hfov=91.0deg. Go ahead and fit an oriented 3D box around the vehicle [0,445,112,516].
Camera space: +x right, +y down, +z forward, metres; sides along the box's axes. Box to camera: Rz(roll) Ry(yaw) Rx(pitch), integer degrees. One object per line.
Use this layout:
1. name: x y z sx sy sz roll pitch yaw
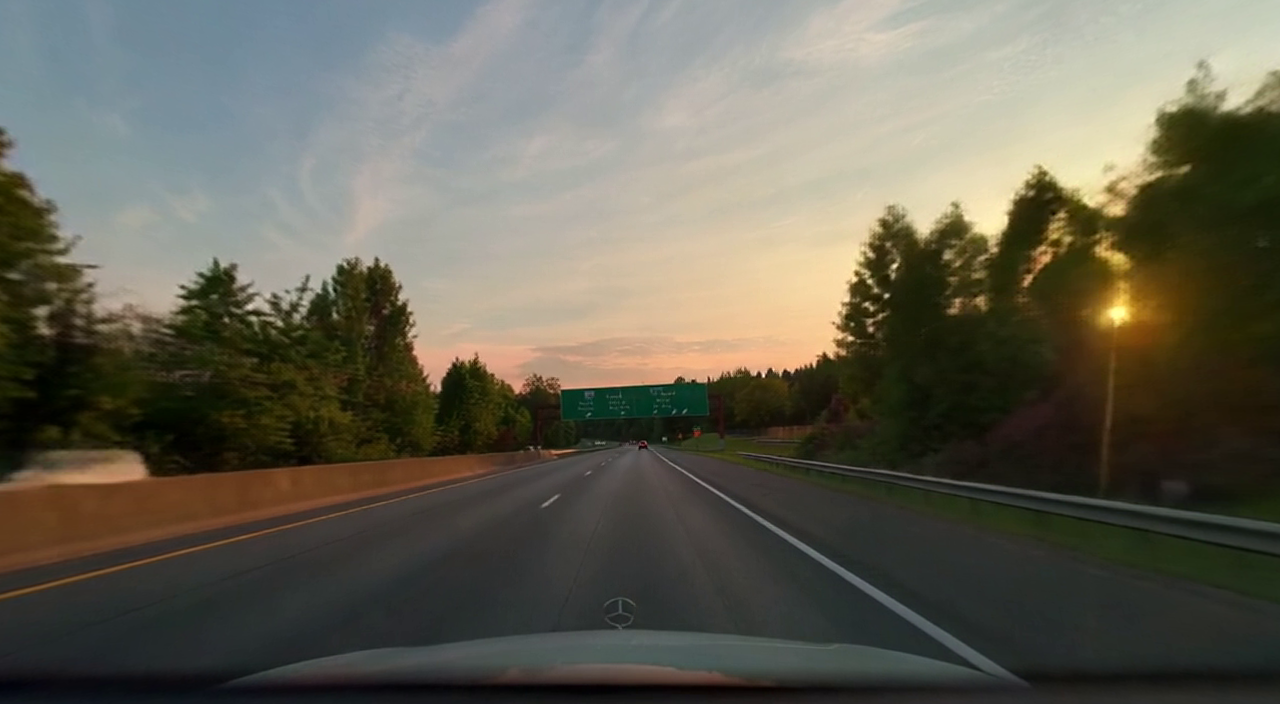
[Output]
1. vehicle: -16.304 3.247 16.167 1.892 1.661 4.143 0 -8 -1
